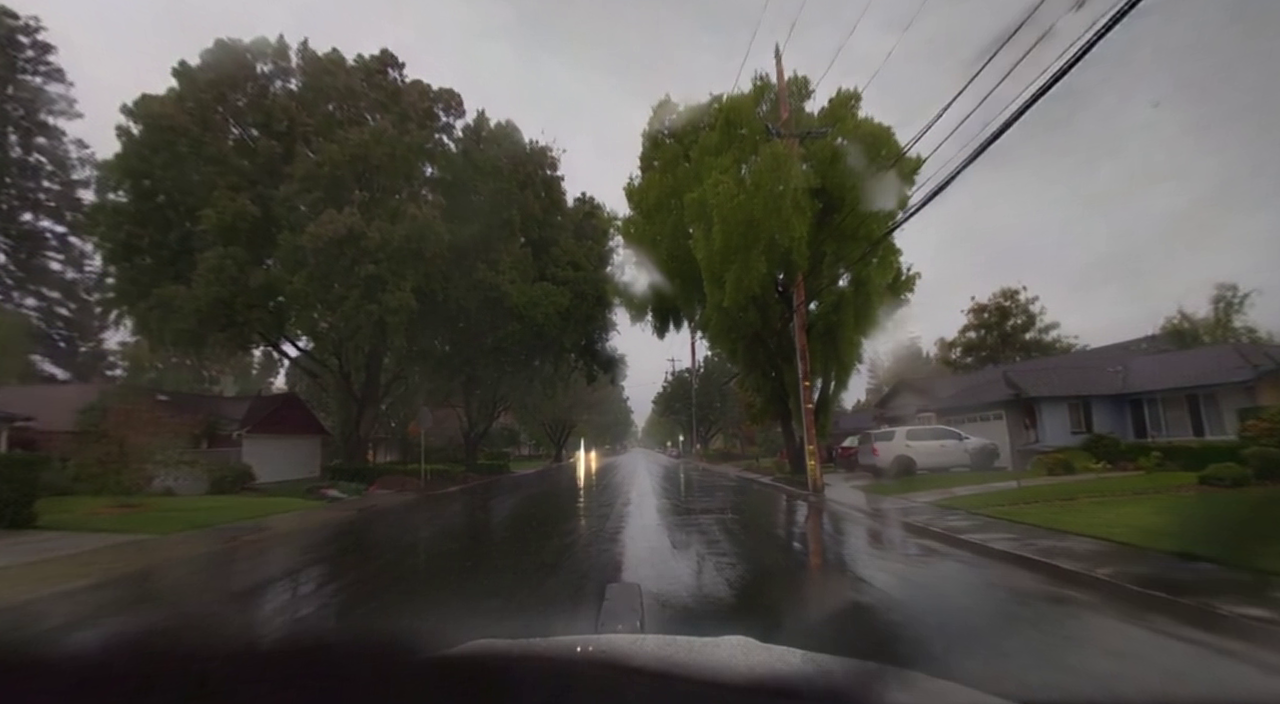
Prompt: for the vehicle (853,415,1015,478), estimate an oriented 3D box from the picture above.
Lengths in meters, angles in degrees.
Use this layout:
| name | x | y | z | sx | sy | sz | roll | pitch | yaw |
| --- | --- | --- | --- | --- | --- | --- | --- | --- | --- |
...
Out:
| name | x | y | z | sx | sy | sz | roll | pitch | yaw |
| --- | --- | --- | --- | --- | --- | --- | --- | --- | --- |
| vehicle | 10.312 | 3.353 | 22.450 | 4.555 | 1.803 | 2.151 | -4 | -8 | -2 |
